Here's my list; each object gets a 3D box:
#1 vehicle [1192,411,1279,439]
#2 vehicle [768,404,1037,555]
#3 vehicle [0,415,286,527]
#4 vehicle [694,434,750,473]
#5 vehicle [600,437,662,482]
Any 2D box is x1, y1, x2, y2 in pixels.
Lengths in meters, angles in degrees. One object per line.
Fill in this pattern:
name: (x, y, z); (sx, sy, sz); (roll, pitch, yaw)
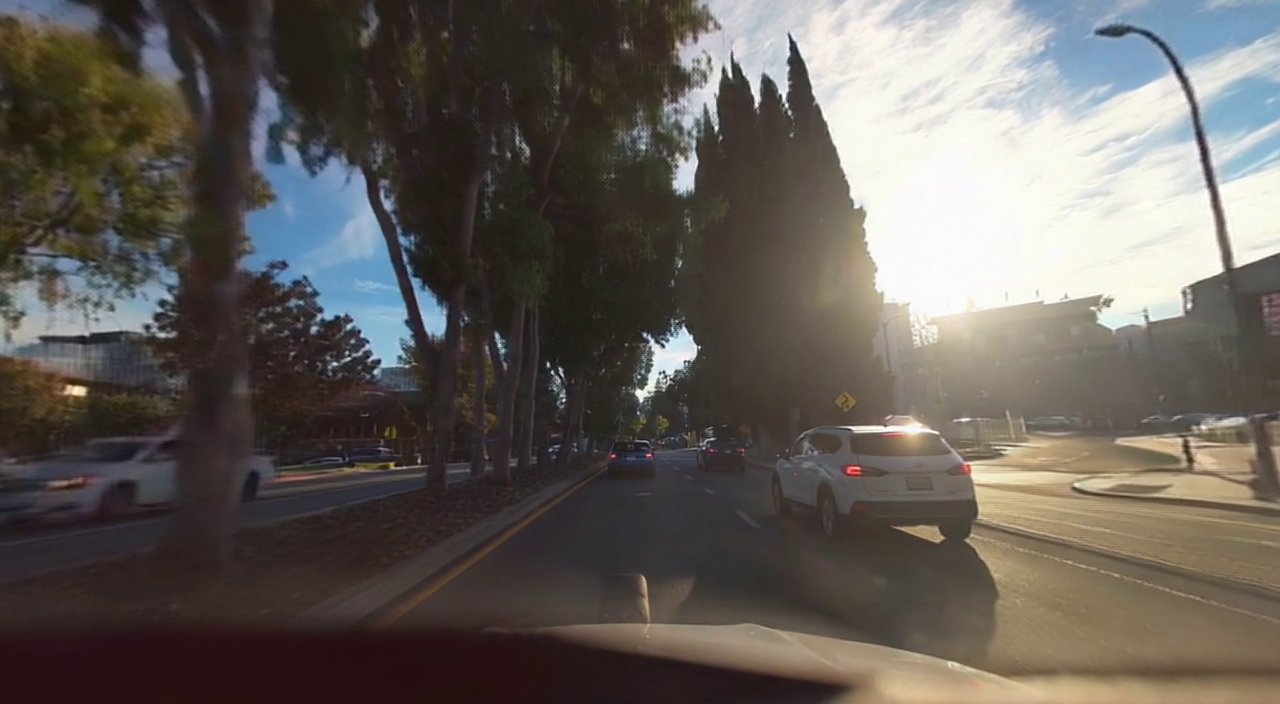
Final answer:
vehicle: (34.648, 4.269, 36.087); (1.797, 1.452, 4.453); (0, -9, 0)
vehicle: (3.456, 1.789, 9.411); (2.130, 1.718, 4.310); (0, -9, 0)
vehicle: (-11.727, 2.708, 15.054); (2.494, 2.052, 6.719); (0, -9, 1)
vehicle: (3.743, 4.745, 29.488); (1.982, 1.709, 4.427); (0, -9, -1)
vehicle: (-0.285, 3.921, 23.150); (2.111, 1.506, 4.018); (0, -9, 0)
